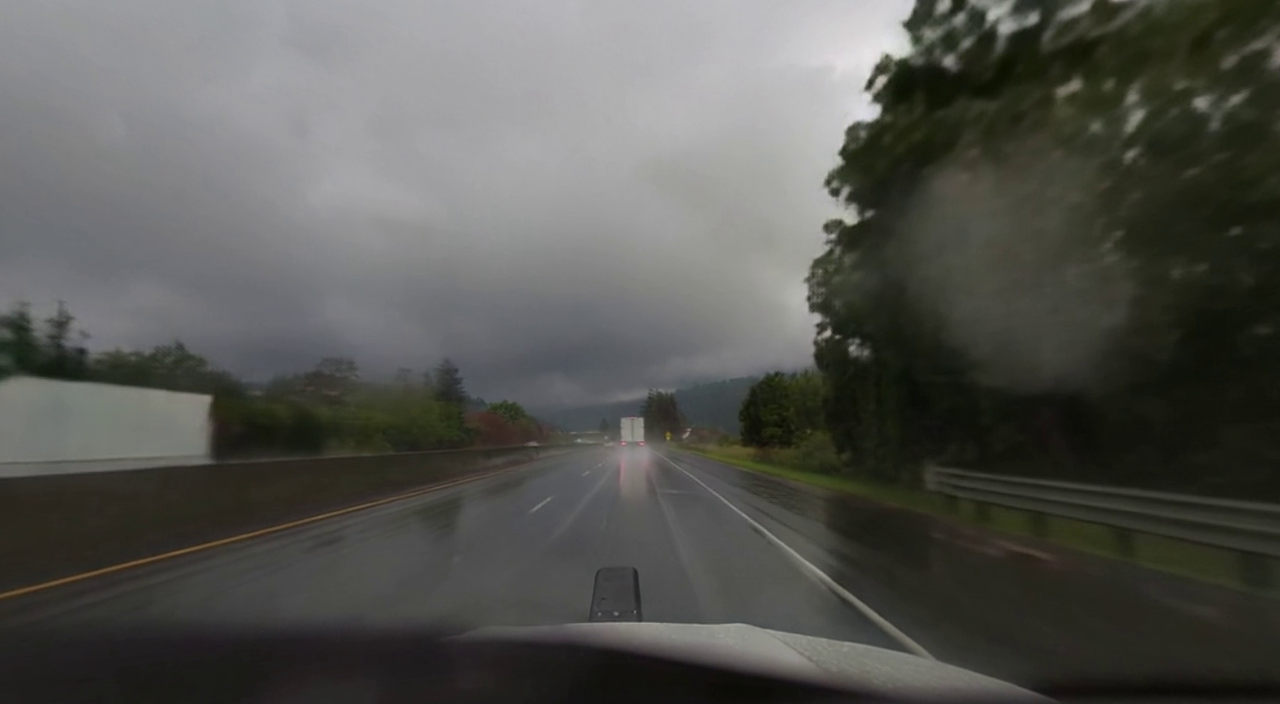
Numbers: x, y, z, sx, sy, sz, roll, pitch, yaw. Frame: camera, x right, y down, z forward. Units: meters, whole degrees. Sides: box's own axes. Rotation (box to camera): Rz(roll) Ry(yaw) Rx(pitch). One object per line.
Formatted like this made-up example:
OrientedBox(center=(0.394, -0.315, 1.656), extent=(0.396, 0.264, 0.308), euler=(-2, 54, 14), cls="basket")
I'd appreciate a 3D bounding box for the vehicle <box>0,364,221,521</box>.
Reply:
OrientedBox(center=(-16.818, 2.468, 17.260), extent=(3.033, 3.711, 11.259), euler=(0, -8, 0), cls="vehicle")
